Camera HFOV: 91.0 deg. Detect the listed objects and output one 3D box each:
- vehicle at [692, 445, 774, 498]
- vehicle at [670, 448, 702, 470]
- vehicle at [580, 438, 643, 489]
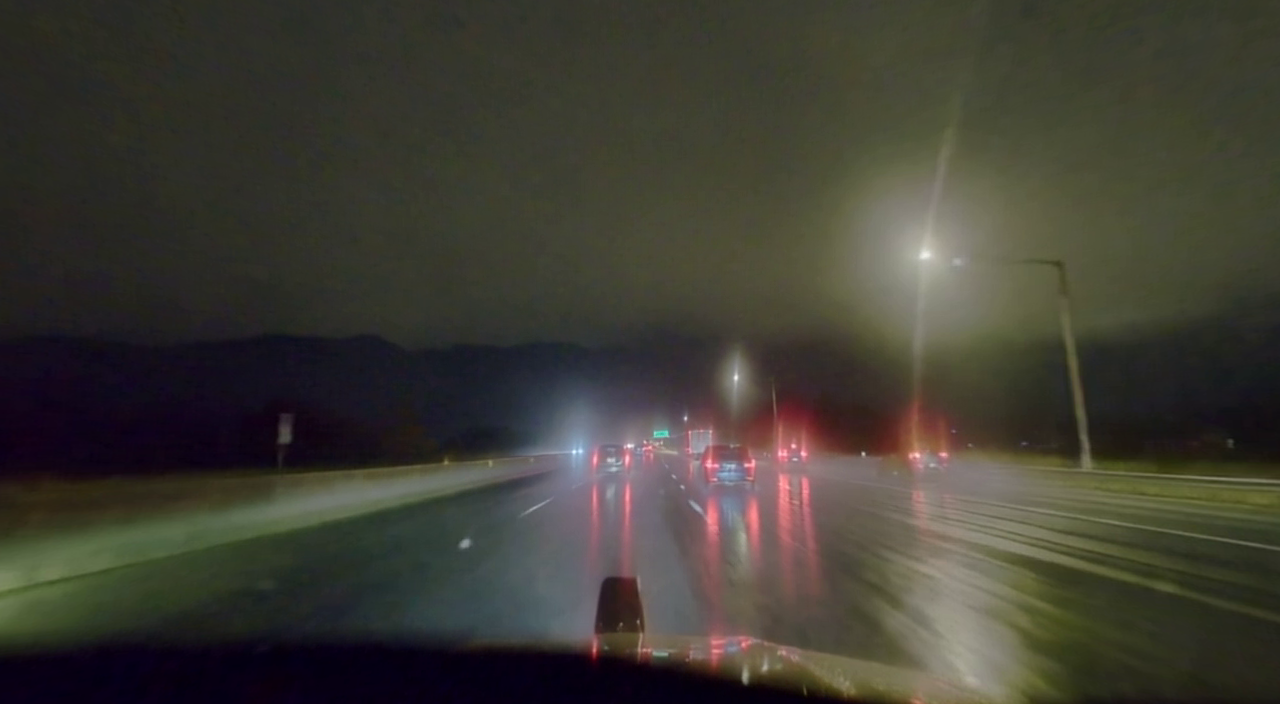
[{"bbox_3d":[2.813,3.721,19.986,2.004,1.471,4.032,0,-9,0],"label":"vehicle"},{"bbox_3d":[3.364,7.921,46.901,2.047,1.540,4.294,0,-9,0],"label":"vehicle"},{"bbox_3d":[-0.962,4.175,23.813,2.142,1.724,4.344,0,-9,1],"label":"vehicle"}]
